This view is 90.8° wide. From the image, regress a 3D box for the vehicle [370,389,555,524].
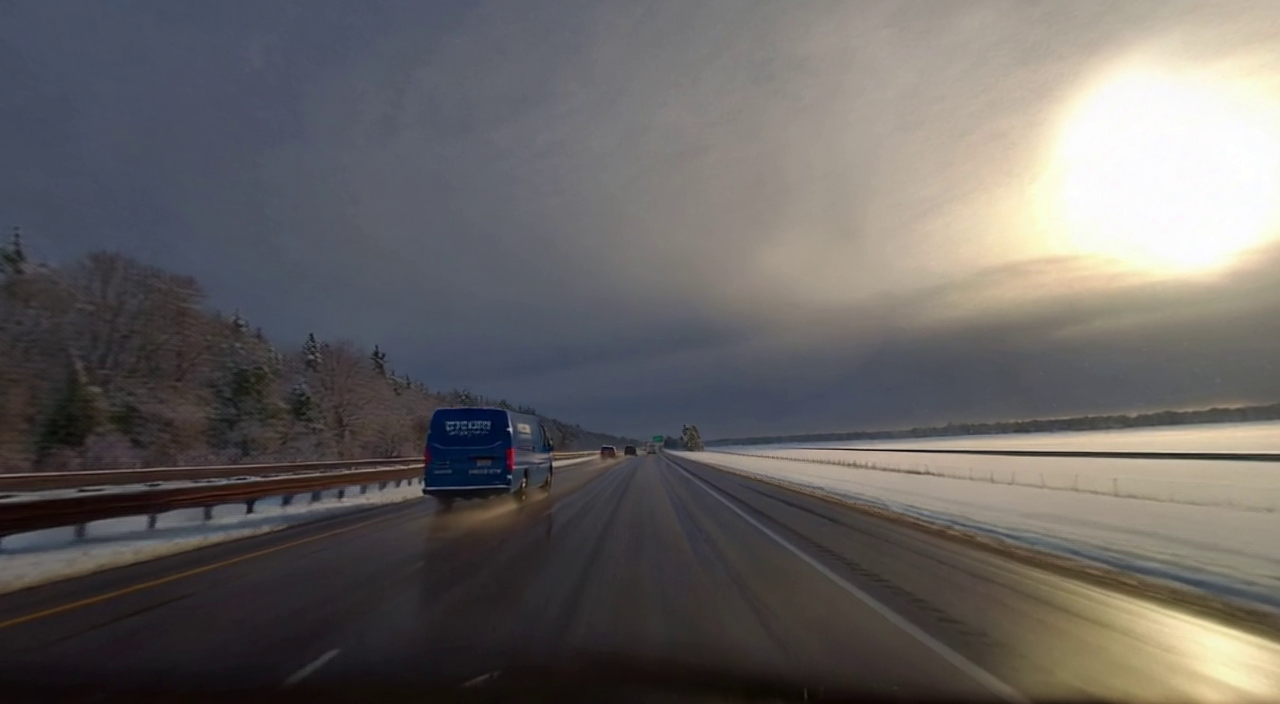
[{"bbox_3d":[-3.484,2.226,13.780,2.360,2.367,5.223,0,-9,2],"label":"vehicle"}]
